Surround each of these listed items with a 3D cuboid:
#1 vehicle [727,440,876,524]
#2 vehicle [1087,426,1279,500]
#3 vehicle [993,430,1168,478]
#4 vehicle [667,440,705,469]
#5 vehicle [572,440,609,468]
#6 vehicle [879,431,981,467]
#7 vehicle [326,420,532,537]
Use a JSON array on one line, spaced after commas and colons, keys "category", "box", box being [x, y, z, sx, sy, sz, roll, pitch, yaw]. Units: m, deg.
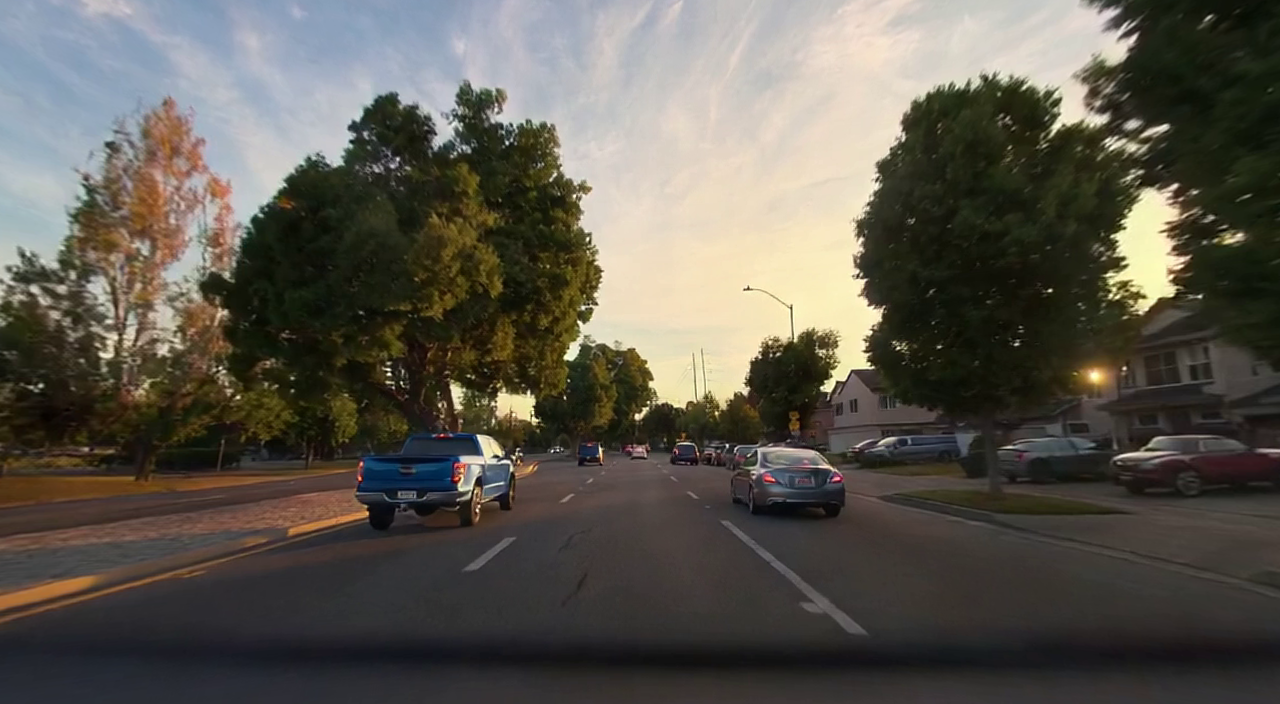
[{"category": "vehicle", "box": [3.133, 2.596, 13.237, 1.884, 1.463, 4.195, 0, -8, -2]}, {"category": "vehicle", "box": [13.800, 2.674, 15.440, 4.227, 1.669, 1.884, 0, -8, 0]}, {"category": "vehicle", "box": [14.797, 3.422, 21.358, 4.634, 1.507, 1.928, 1, -8, -7]}, {"category": "vehicle", "box": [3.076, 6.908, 42.819, 2.099, 1.845, 4.363, 0, -8, -2]}, {"category": "vehicle", "box": [-3.381, 7.095, 44.225, 2.218, 1.829, 4.492, 0, -8, 0]}, {"category": "vehicle", "box": [15.118, 5.060, 33.098, 4.320, 1.792, 1.989, 0, -8, -1]}, {"category": "vehicle", "box": [-3.645, 2.309, 12.252, 2.111, 1.745, 5.274, 0, -8, 1]}]
